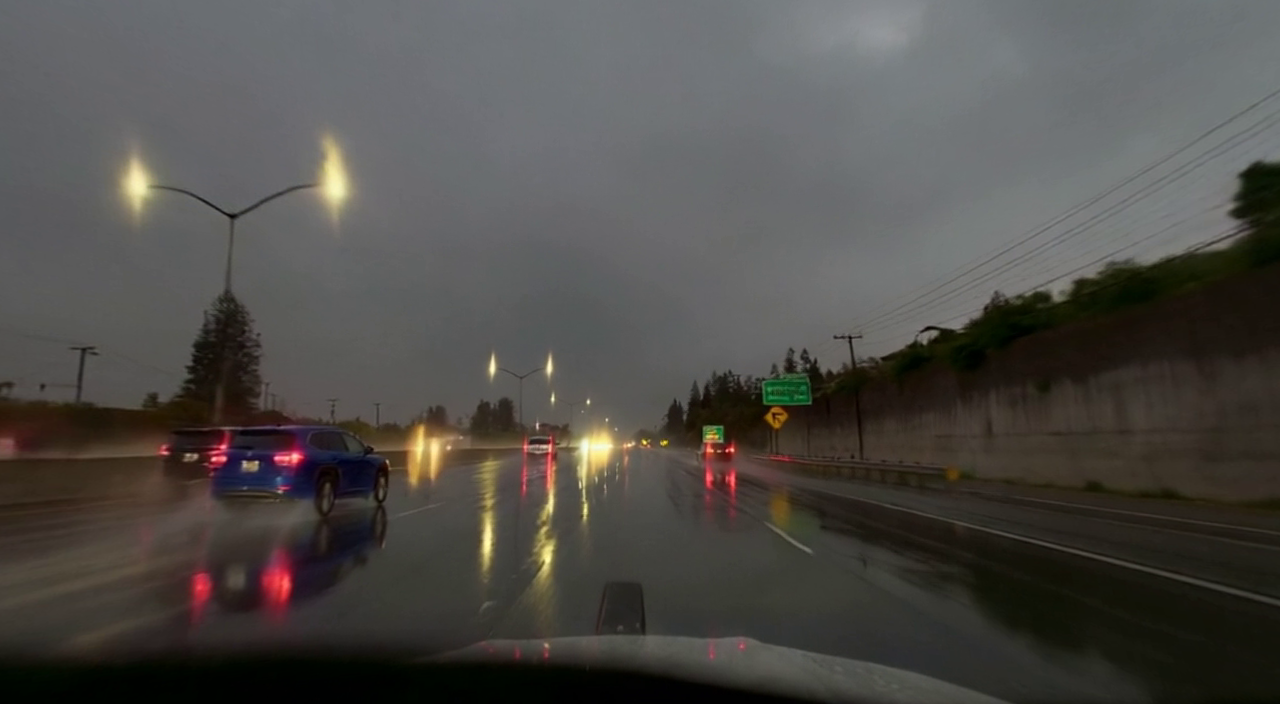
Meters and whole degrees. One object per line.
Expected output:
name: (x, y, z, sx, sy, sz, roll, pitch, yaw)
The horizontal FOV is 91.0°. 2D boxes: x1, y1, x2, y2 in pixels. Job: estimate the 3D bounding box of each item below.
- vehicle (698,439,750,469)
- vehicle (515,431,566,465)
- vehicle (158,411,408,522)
vehicle: (4.635, 5.709, 35.331, 2.251, 1.520, 4.550, 0, -9, 0)
vehicle: (-6.046, 5.936, 38.925, 2.255, 1.934, 4.868, 0, -9, 1)
vehicle: (-6.400, 2.113, 12.112, 2.058, 1.698, 4.567, 0, -9, 1)
